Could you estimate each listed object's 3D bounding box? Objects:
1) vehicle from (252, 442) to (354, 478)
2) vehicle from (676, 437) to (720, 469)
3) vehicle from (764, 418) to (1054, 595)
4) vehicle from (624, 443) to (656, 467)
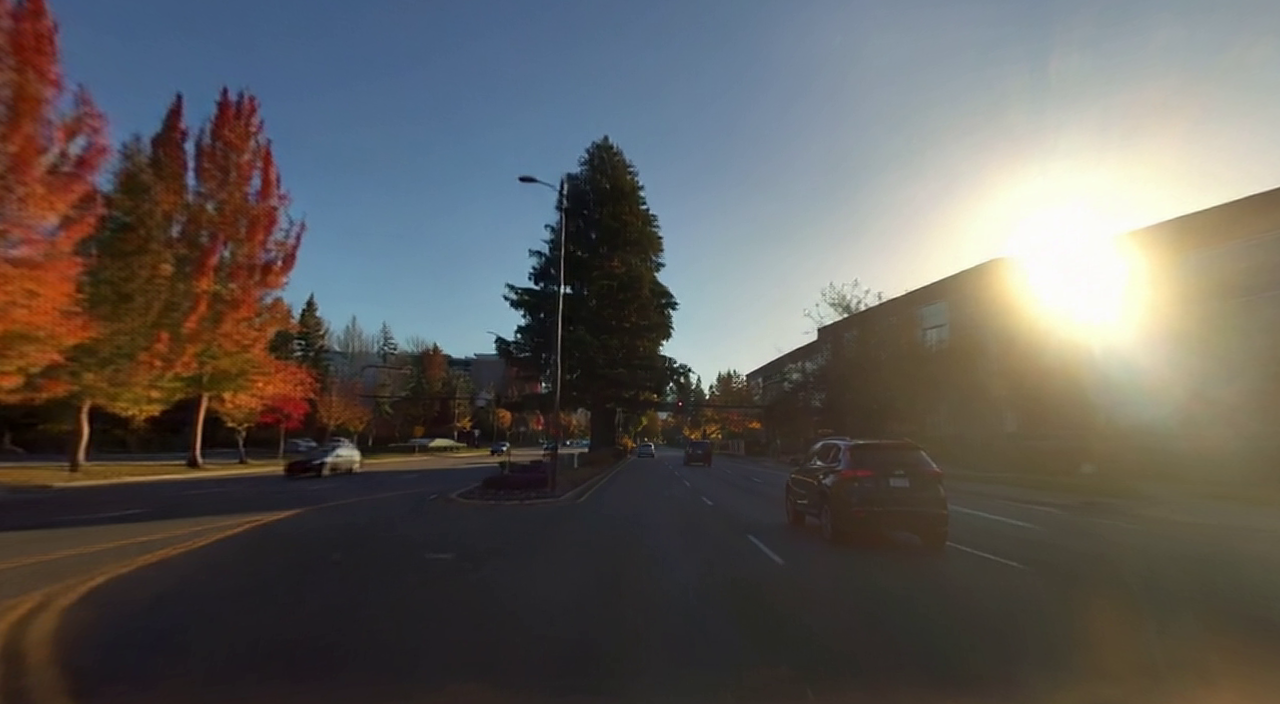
[{"bbox_3d":[-14.969,4.816,28.340,1.978,1.443,4.678,-1,-9,0],"label":"vehicle"},{"bbox_3d":[3.464,6.166,38.636,2.154,1.844,4.634,-1,-8,-1],"label":"vehicle"},{"bbox_3d":[2.930,1.749,7.956,1.901,1.634,3.896,1,-8,0],"label":"vehicle"},{"bbox_3d":[0.001,6.837,42.033,1.991,1.477,3.814,-1,-8,0],"label":"vehicle"}]
